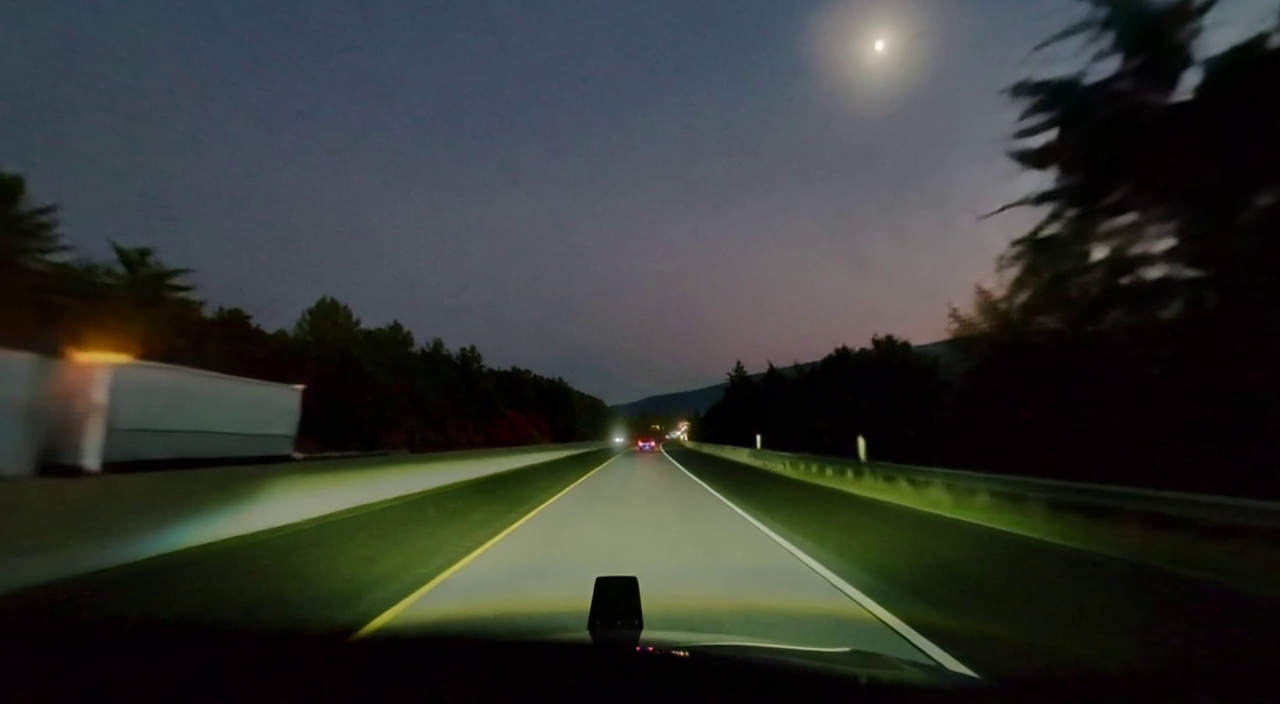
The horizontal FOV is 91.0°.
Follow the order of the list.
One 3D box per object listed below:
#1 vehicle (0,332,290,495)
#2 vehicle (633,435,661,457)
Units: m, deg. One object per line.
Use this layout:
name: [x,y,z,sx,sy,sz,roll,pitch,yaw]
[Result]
vehicle: [-16.341,2.191,19.824,2.852,3.779,13.435,0,-8,0]
vehicle: [0.546,7.265,48.757,2.058,1.649,3.942,0,-8,0]
